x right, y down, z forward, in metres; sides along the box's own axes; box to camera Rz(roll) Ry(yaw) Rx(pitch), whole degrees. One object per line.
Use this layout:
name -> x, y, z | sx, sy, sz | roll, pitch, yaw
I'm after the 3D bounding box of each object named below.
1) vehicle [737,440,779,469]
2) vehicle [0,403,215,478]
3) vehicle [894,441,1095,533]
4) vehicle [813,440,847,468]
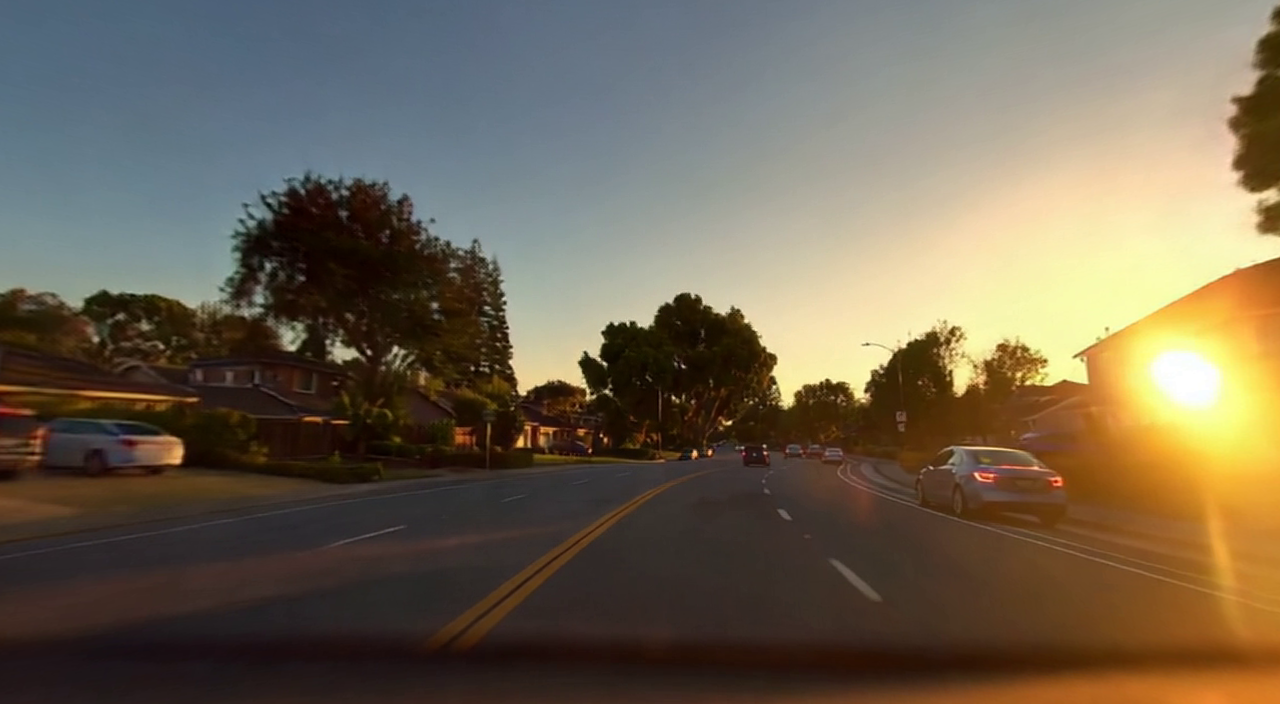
vehicle -> 7.504, 6.442, 39.762 | 2.106, 1.667, 4.367 | -3, -9, 16
vehicle -> -16.363, 2.689, 19.295 | 4.984, 1.812, 2.354 | 3, -7, 4
vehicle -> 6.808, 2.586, 12.761 | 1.934, 1.506, 4.282 | -1, -8, 6
vehicle -> 13.835, 7.403, 46.122 | 2.059, 1.924, 4.257 | -2, -9, 13
